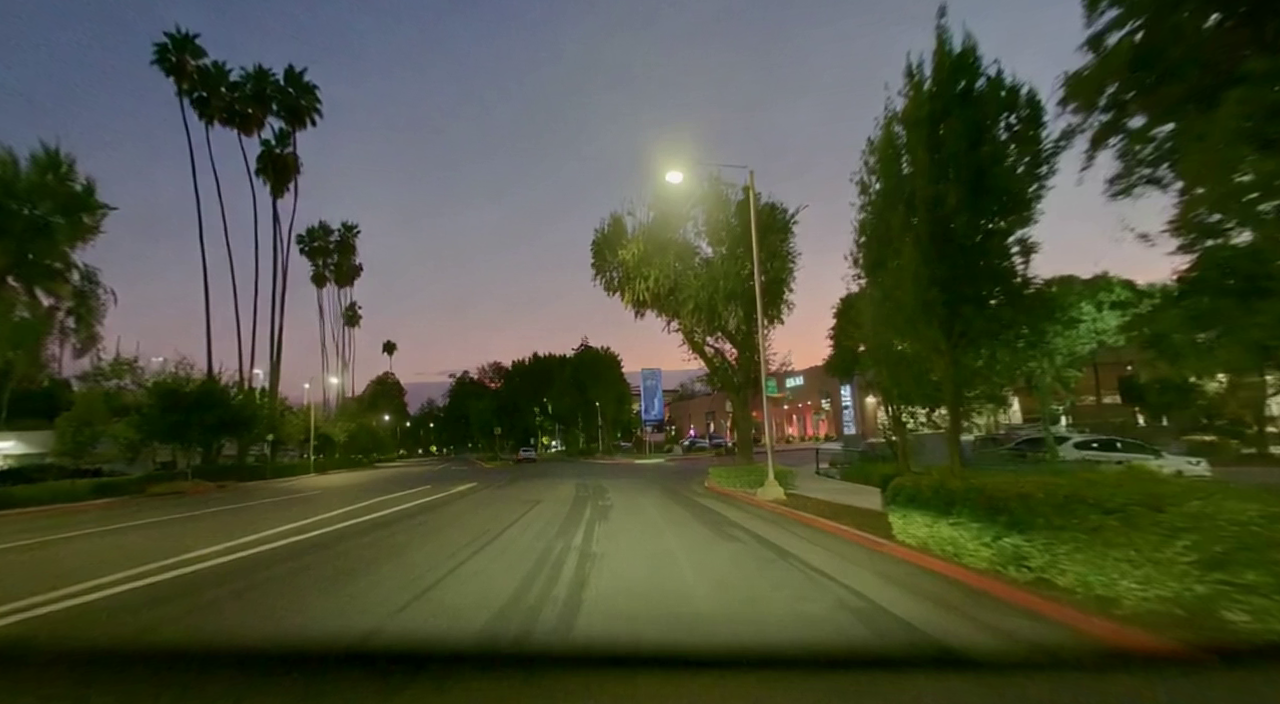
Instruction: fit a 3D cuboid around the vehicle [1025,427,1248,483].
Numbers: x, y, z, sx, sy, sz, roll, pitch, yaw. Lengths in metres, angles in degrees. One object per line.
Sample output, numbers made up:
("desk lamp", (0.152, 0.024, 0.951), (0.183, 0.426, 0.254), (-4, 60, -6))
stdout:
("vehicle", (13.989, 2.927, 17.927), (4.626, 1.496, 1.895), (-1, -9, 3))
